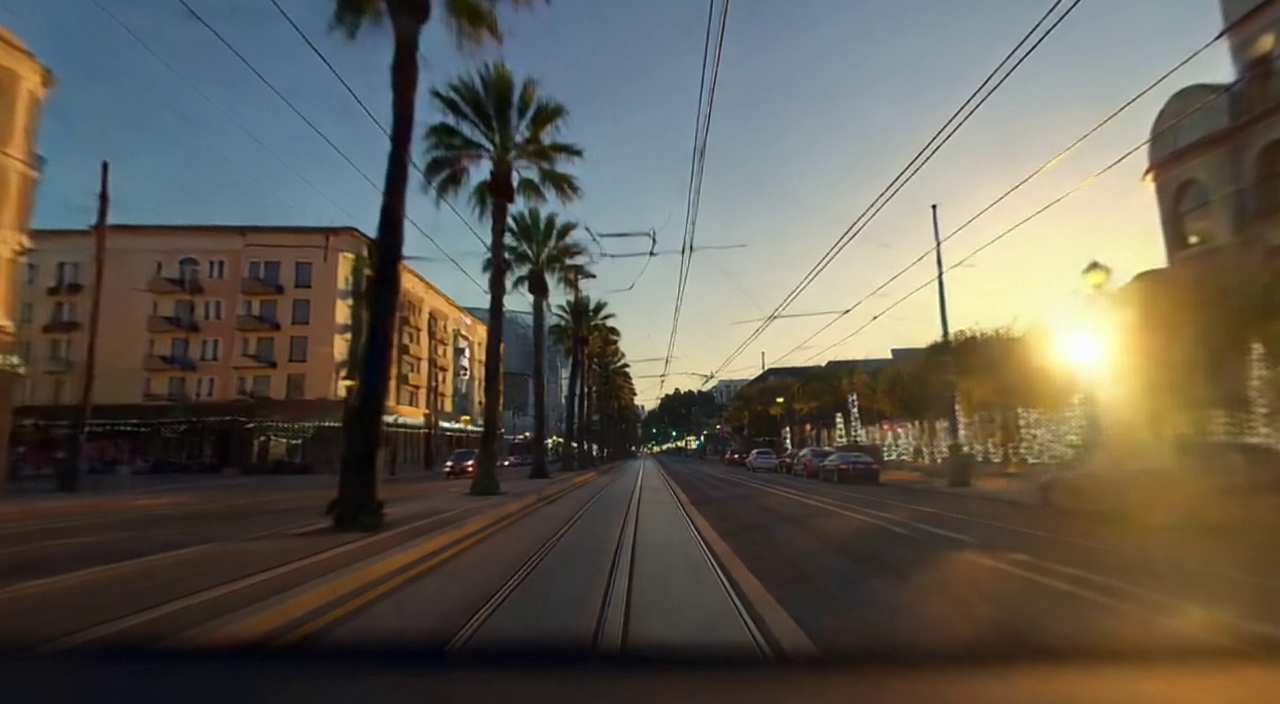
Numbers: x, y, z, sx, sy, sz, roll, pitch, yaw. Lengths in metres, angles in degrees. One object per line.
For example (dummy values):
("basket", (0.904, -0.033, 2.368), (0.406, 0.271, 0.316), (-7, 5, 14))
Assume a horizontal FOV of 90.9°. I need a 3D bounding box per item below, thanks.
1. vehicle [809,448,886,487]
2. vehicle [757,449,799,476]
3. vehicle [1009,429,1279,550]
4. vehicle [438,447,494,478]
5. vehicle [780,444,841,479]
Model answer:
("vehicle", (8.687, 4.850, 26.772), (1.733, 1.468, 4.326), (0, -8, 0))
("vehicle", (8.419, 6.759, 38.814), (1.715, 1.500, 3.910), (0, -8, 0))
("vehicle", (8.567, 2.178, 10.704), (1.878, 1.605, 4.242), (0, -8, -2))
("vehicle", (-10.530, 6.706, 38.498), (2.042, 1.716, 4.634), (0, -8, 1))
("vehicle", (8.713, 5.605, 32.596), (1.867, 1.627, 4.357), (0, -8, 0))
